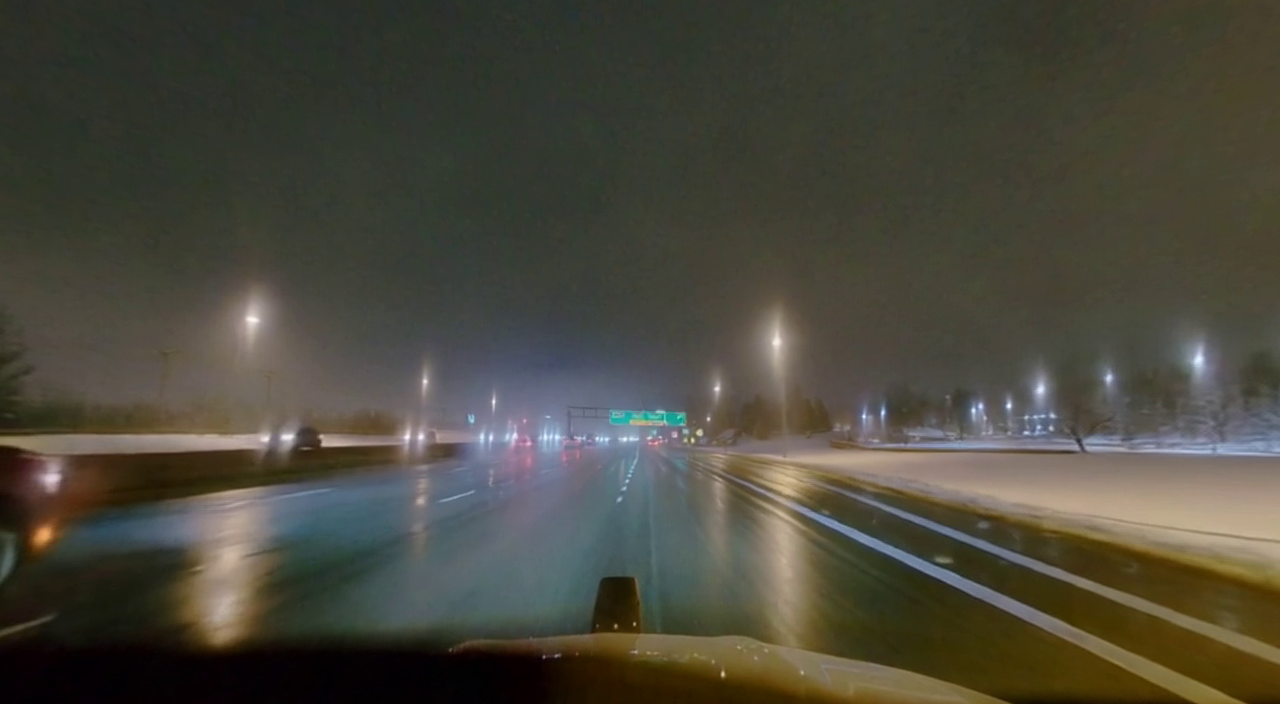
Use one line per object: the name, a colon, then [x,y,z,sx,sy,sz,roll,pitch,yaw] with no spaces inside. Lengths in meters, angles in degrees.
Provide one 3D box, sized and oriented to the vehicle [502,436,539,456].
vehicle: [-9.189,7.259,48.754,1.976,1.413,4.088,0,-8,2]
